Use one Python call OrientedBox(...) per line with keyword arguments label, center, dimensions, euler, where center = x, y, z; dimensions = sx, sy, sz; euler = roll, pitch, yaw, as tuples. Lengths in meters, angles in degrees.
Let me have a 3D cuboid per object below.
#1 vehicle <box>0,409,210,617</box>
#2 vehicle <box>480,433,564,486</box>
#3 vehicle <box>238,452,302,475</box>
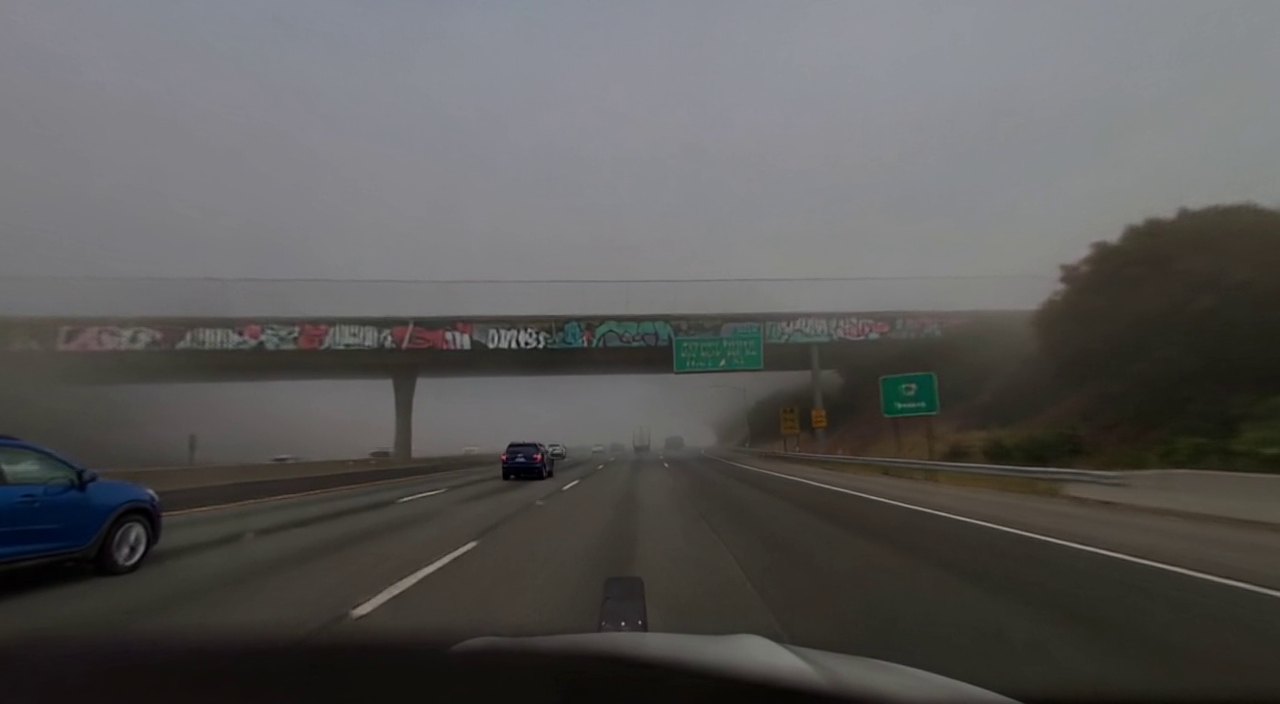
OrientedBox(label="vehicle", center=(-6.057, 1.333, 5.371), dimensions=(1.969, 1.633, 3.962), euler=(0, -8, -1))
OrientedBox(label="vehicle", center=(-4.110, 3.824, 22.658), dimensions=(2.154, 1.693, 4.394), euler=(0, -8, 0))
OrientedBox(label="vehicle", center=(-24.952, 7.503, 42.506), dimensions=(1.802, 1.451, 4.199), euler=(0, -8, 0))
